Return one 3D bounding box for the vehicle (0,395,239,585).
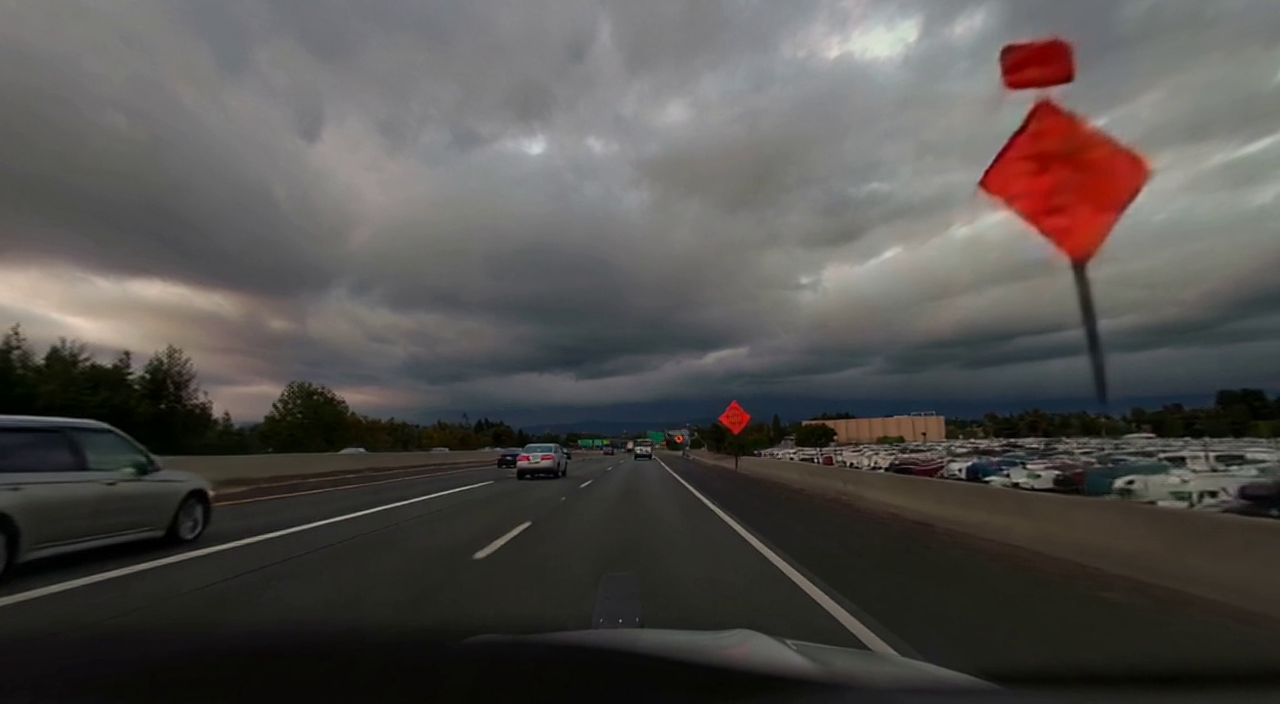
[{"bbox_3d":[-7.225,1.429,6.806,2.159,1.807,5.422,0,-8,1],"label":"vehicle"}]

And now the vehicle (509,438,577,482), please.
[{"bbox_3d":[-3.953,4.476,26.333,2.070,1.665,4.213,0,-8,1],"label":"vehicle"}]

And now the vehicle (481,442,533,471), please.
[{"bbox_3d":[-7.527,5.985,36.178,1.991,1.538,4.360,0,-8,1],"label":"vehicle"}]
